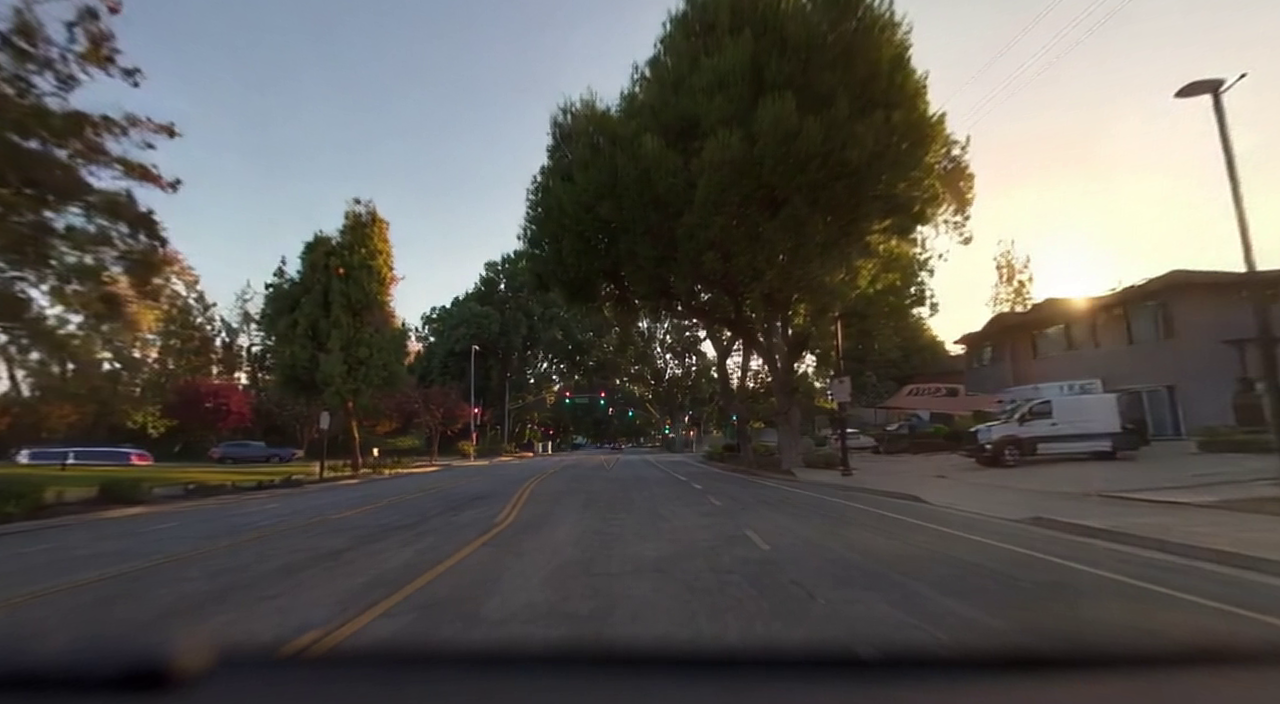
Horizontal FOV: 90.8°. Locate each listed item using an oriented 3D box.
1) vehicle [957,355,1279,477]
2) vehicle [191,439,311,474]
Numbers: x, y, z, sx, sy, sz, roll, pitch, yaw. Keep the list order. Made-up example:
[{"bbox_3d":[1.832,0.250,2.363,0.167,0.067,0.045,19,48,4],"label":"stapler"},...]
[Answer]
[{"bbox_3d":[15.481,1.953,19.579,9.549,3.068,3.049,-3,-7,-3],"label":"vehicle"},{"bbox_3d":[-24.800,6.640,40.439,6.218,2.056,2.324,0,-5,1],"label":"vehicle"}]
